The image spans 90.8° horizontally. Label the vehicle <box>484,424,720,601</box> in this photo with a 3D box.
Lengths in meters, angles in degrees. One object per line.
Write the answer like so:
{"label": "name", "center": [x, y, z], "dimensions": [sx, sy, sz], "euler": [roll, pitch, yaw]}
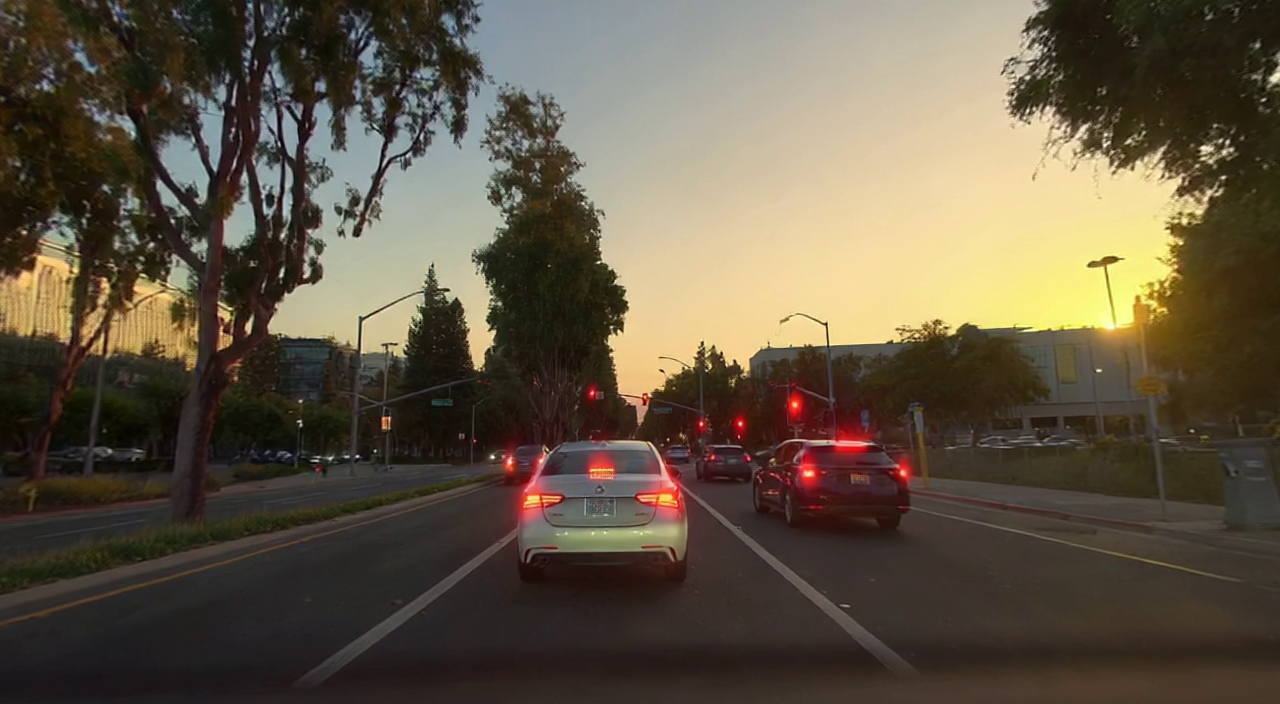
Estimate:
{"label": "vehicle", "center": [-0.347, 1.643, 7.243], "dimensions": [2.006, 1.487, 3.535], "euler": [0, -9, -1]}

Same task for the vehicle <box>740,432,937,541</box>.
{"label": "vehicle", "center": [3.096, 2.189, 10.955], "dimensions": [1.910, 1.474, 4.263], "euler": [0, -9, -2]}
